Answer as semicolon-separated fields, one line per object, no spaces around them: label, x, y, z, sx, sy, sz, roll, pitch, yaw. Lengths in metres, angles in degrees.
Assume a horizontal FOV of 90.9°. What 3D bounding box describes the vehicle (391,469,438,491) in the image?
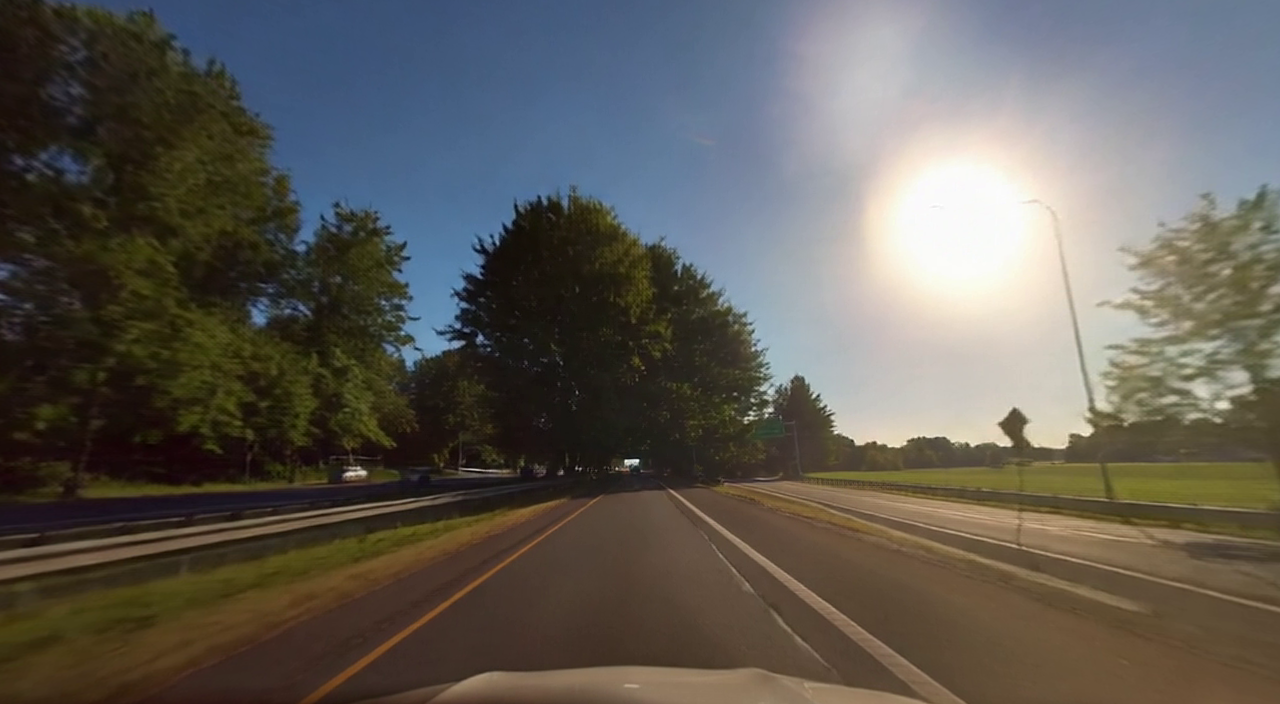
vehicle;-16.548;9.403;46.436;1.791;1.452;4.326;1;-11;0
